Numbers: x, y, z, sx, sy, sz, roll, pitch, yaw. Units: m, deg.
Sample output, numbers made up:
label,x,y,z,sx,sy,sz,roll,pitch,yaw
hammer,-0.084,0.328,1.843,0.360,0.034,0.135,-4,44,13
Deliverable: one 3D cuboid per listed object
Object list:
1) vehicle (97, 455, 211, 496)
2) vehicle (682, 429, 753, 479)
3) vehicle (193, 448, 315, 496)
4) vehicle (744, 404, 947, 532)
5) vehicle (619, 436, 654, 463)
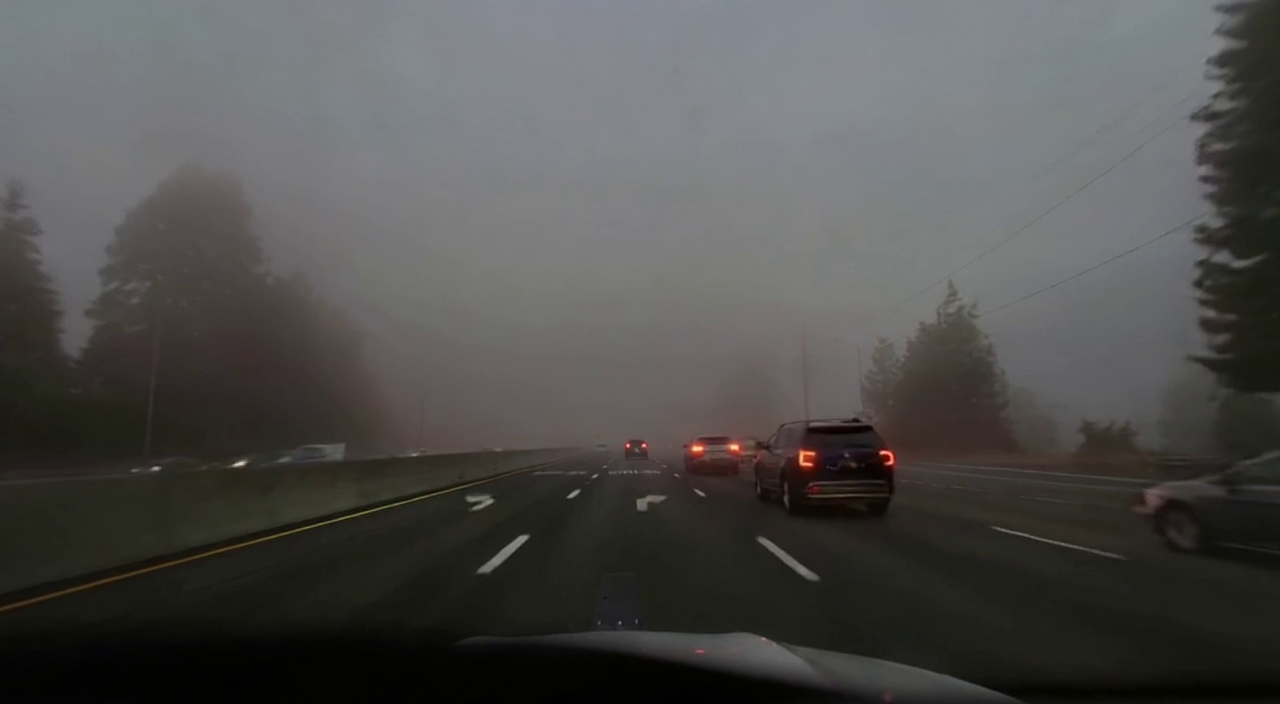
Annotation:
label,x,y,z,sx,sy,sz,roll,pitch,yaw
vehicle,-22.878,5.777,29.897,1.912,1.694,4.479,0,-8,-2
vehicle,3.018,4.134,25.653,2.152,1.821,4.853,0,-8,-2
vehicle,-15.463,4.788,25.570,1.944,1.747,4.657,0,-8,1
vehicle,3.481,2.086,11.866,2.095,1.886,4.727,0,-8,-2
vehicle,-0.278,6.906,44.636,2.314,1.796,4.254,0,-8,-1
